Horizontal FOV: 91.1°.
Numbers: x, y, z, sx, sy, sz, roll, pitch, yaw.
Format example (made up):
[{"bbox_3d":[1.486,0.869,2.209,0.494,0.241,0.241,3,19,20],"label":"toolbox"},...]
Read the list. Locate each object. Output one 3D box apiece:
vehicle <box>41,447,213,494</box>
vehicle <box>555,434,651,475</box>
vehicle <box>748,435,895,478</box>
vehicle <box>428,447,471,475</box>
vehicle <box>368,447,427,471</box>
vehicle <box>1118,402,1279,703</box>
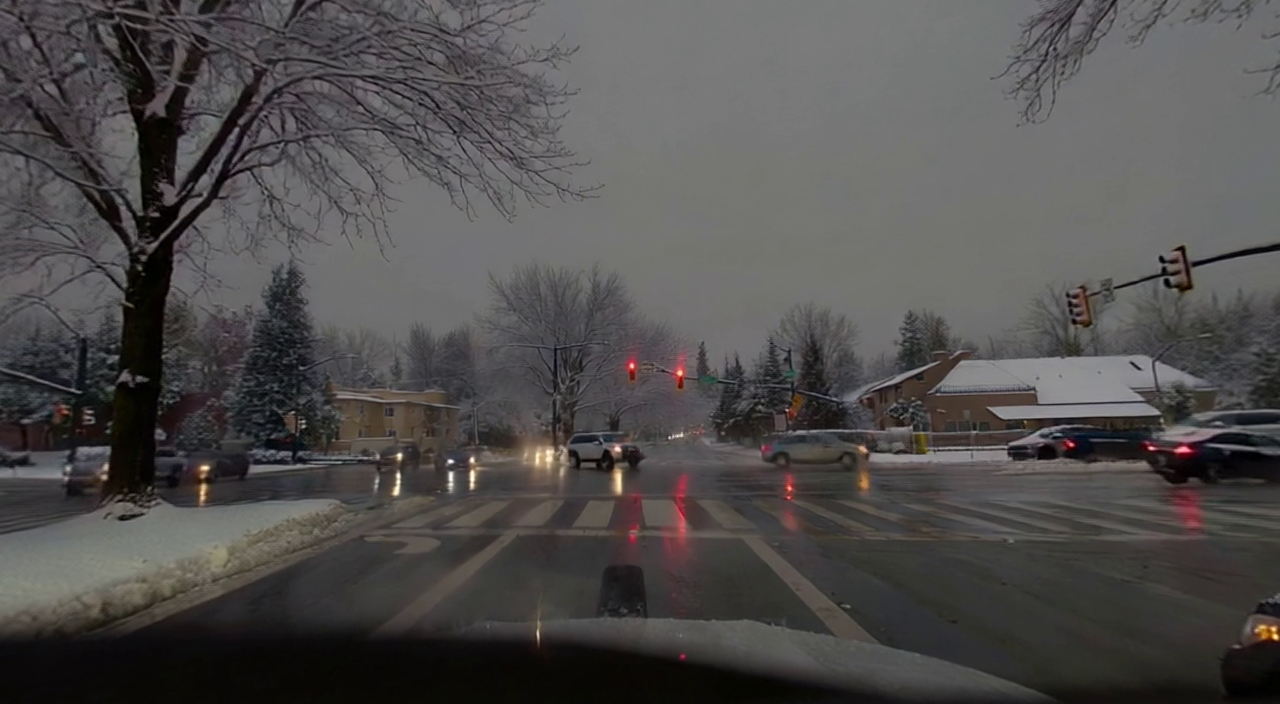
[{"bbox_3d":[-18.093,4.176,22.520,2.203,1.471,4.723,0,-8,-1],"label":"vehicle"},{"bbox_3d":[-1.911,5.007,31.033,2.276,1.842,4.958,7,-11,-39],"label":"vehicle"},{"bbox_3d":[6.925,3.988,24.211,5.017,1.515,2.006,-6,-10,34],"label":"vehicle"},{"bbox_3d":[-9.942,5.595,32.549,1.921,1.304,4.050,3,-9,-19],"label":"vehicle"},{"bbox_3d":[-15.604,6.903,40.688,1.981,1.438,4.607,0,-8,1],"label":"vehicle"},{"bbox_3d":[3.092,0.662,0.454,1.990,1.454,4.490,0,-8,1],"label":"vehicle"}]
